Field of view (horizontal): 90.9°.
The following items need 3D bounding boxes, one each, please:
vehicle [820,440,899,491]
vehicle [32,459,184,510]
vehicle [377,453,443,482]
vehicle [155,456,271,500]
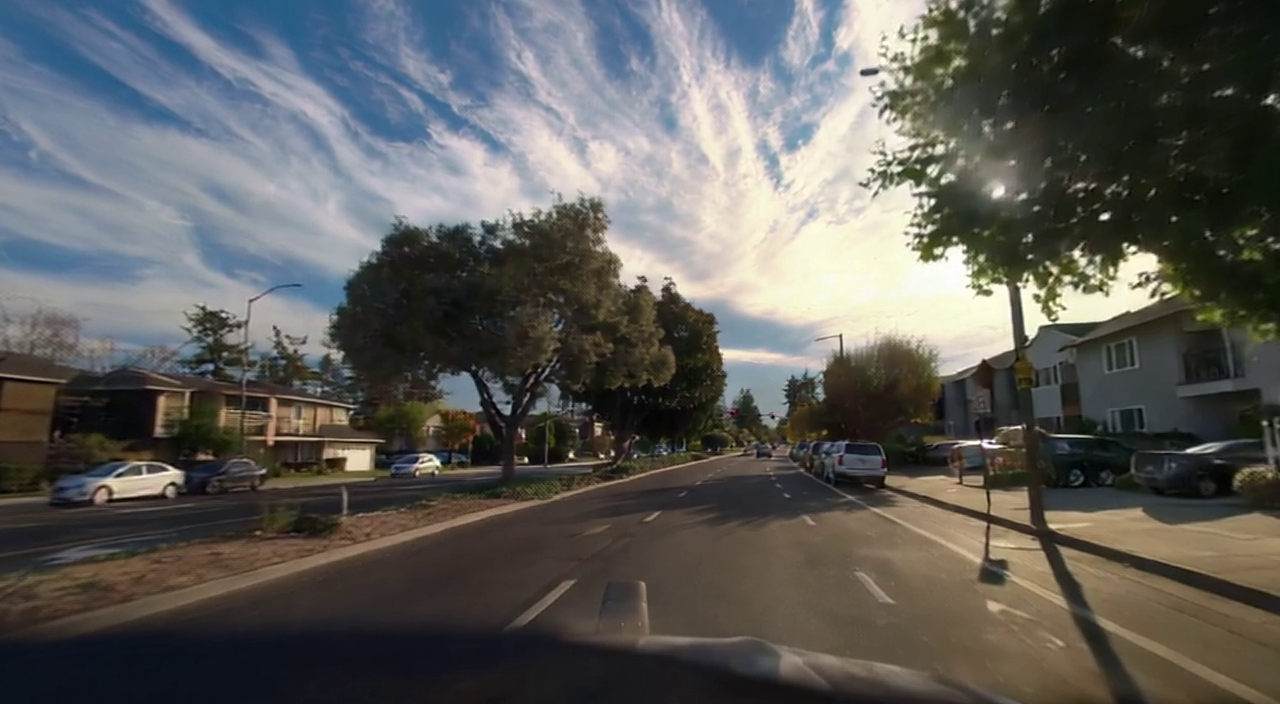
[{"bbox_3d":[7.843,4.053,22.876,2.011,1.649,4.001,-2,-9,10],"label":"vehicle"},{"bbox_3d":[-20.316,5.031,24.336,1.809,1.677,4.253,-1,-8,7],"label":"vehicle"},{"bbox_3d":[-16.416,8.256,45.366,2.060,1.814,5.097,-2,-9,11],"label":"vehicle"},{"bbox_3d":[-19.597,5.750,29.186,1.886,1.777,4.273,-2,-9,10],"label":"vehicle"}]
